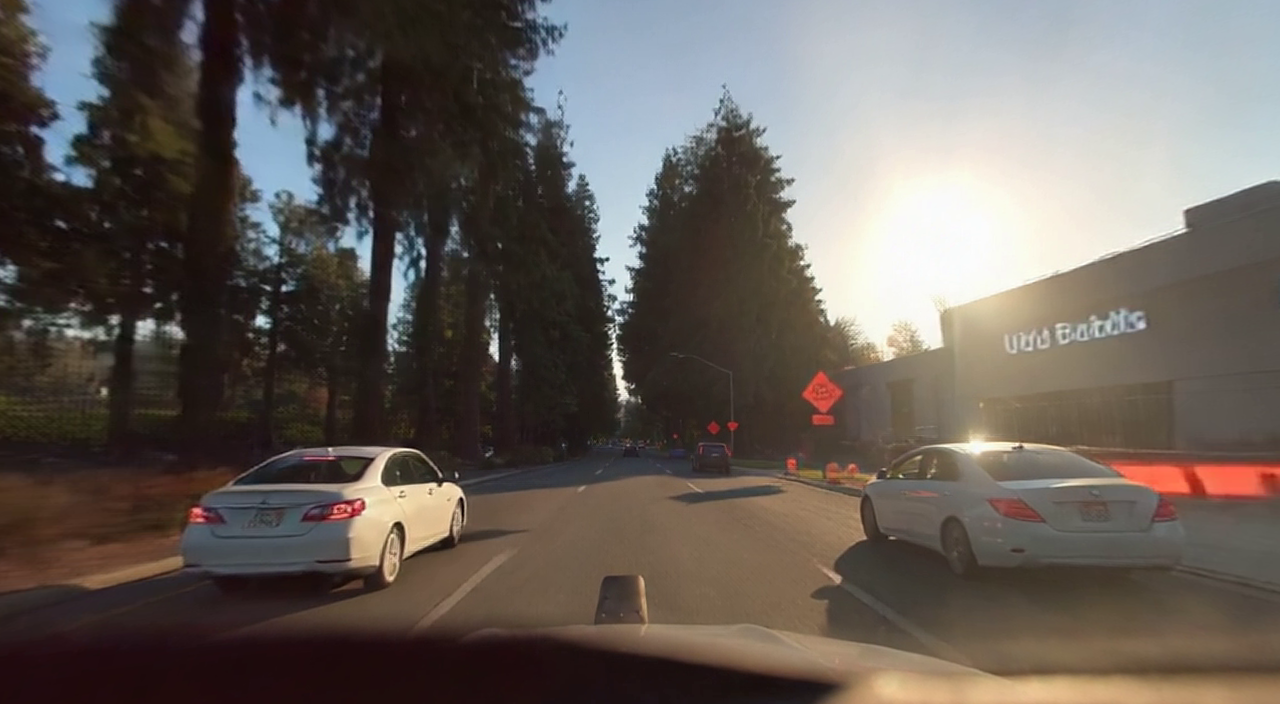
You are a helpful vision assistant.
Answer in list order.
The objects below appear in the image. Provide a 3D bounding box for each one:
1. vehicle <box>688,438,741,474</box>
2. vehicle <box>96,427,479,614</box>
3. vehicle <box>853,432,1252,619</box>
[{"bbox_3d":[3.893,5.534,33.835,2.159,1.793,4.735,0,-9,-2],"label":"vehicle"},{"bbox_3d":[-3.350,1.664,7.178,2.020,1.474,4.098,0,-9,-1],"label":"vehicle"},{"bbox_3d":[3.993,1.689,7.049,1.827,1.491,3.743,0,-9,-1],"label":"vehicle"}]
